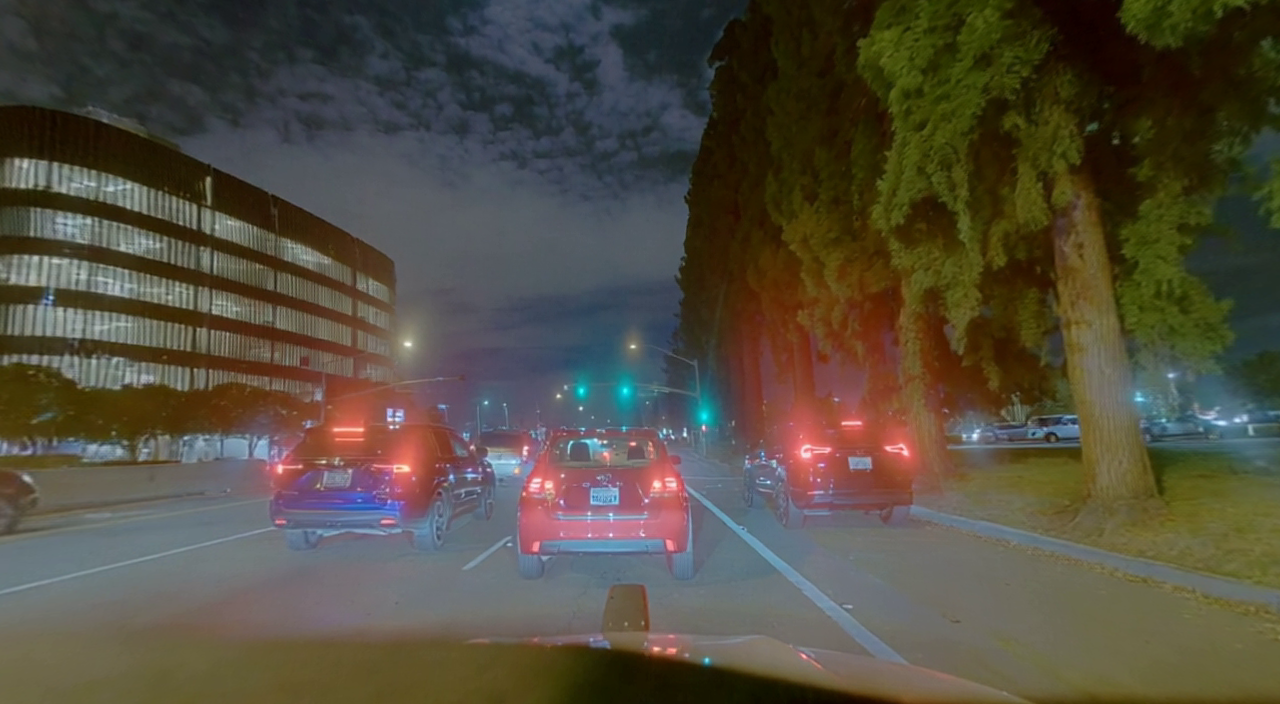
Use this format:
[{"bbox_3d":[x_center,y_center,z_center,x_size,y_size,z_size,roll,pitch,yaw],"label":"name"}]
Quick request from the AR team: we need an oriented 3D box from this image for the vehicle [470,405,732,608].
[{"bbox_3d":[-0.364,1.584,7.422,2.114,1.631,4.459,0,-8,-1],"label":"vehicle"}]

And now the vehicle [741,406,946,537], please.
[{"bbox_3d":[3.327,2.085,11.545,2.117,1.879,4.715,0,-8,-1],"label":"vehicle"}]

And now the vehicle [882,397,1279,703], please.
[{"bbox_3d":[3.230,1.071,3.371,2.045,1.459,4.462,0,-8,-1],"label":"vehicle"}]

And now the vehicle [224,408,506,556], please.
[{"bbox_3d":[-3.767,1.886,9.896,2.141,1.718,4.809,0,-8,1],"label":"vehicle"}]
